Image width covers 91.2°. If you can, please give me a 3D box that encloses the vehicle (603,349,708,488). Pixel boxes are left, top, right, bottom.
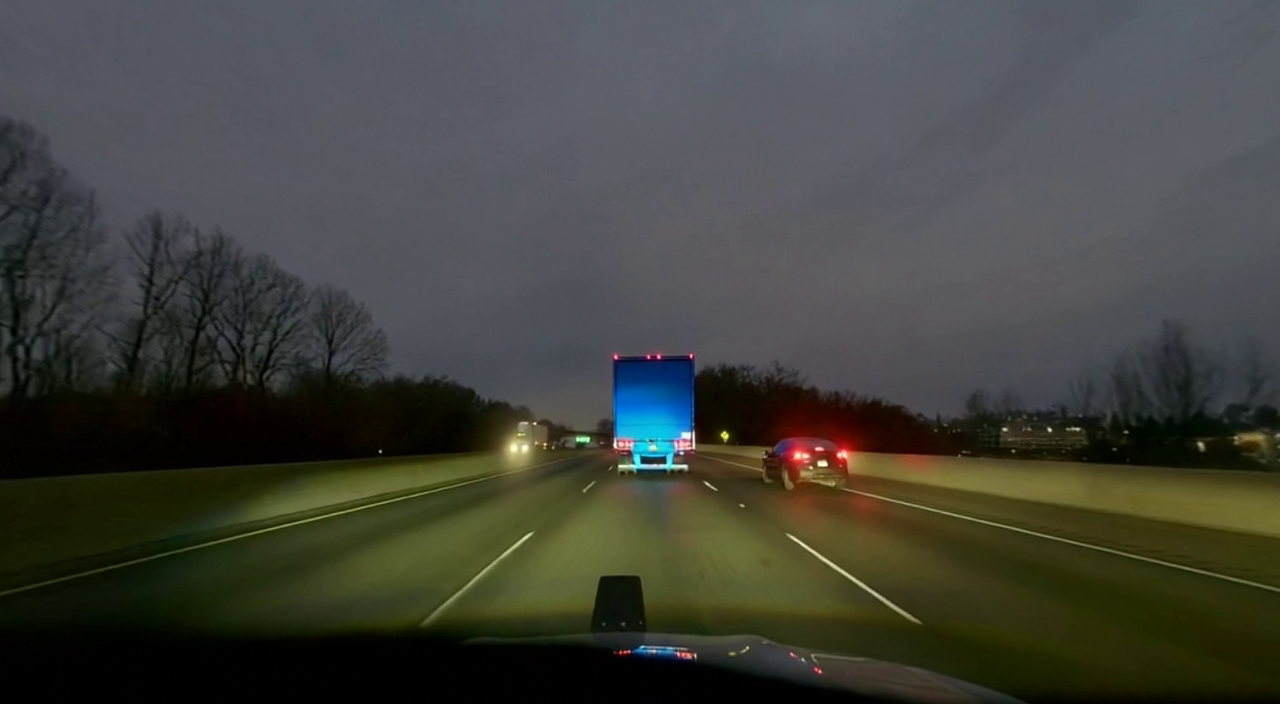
[{"bbox_3d":[0.458,2.675,23.519,3.010,4.039,10.481,0,-8,0],"label":"vehicle"}]
